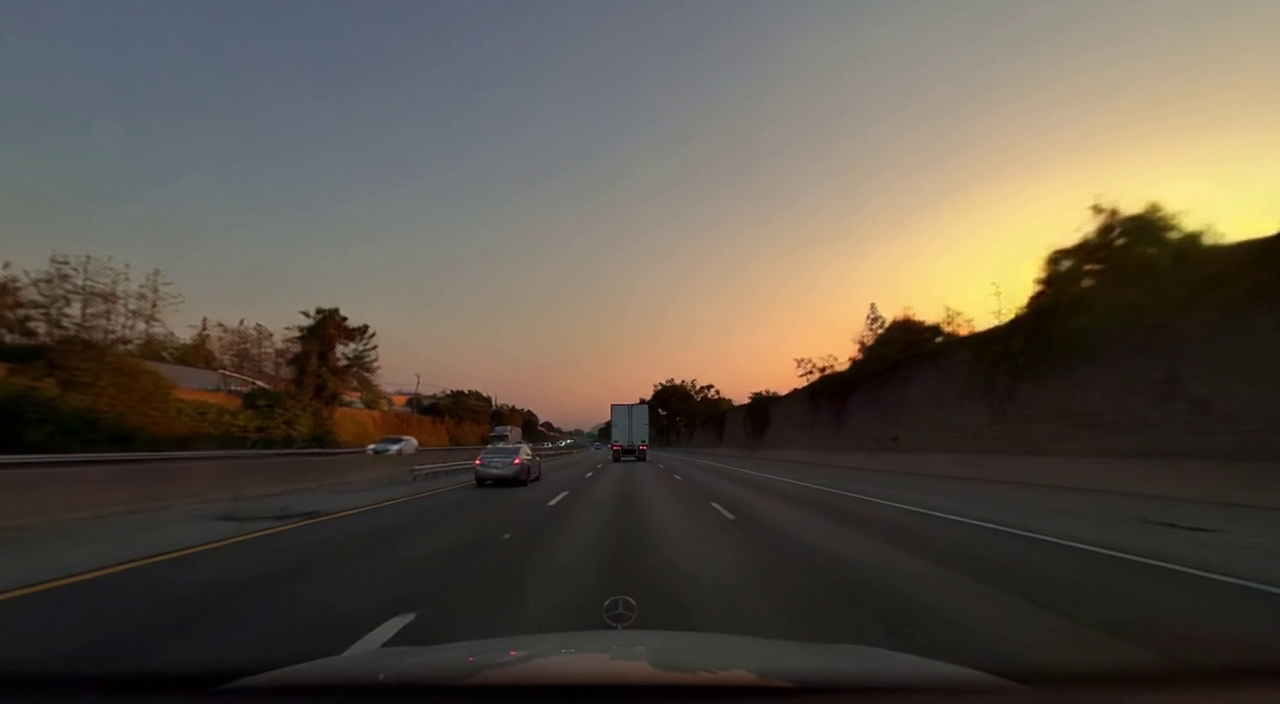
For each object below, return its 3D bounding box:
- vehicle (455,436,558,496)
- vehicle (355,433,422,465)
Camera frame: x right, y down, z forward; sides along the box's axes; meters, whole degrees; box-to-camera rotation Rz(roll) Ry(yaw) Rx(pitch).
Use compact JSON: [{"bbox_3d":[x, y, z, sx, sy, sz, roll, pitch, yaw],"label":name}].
[{"bbox_3d":[-3.744,3.298,18.448,2.057,1.519,4.372,0,-9,1],"label":"vehicle"},{"bbox_3d":[-13.969,5.442,35.058,1.983,1.629,4.311,0,-9,0],"label":"vehicle"}]
